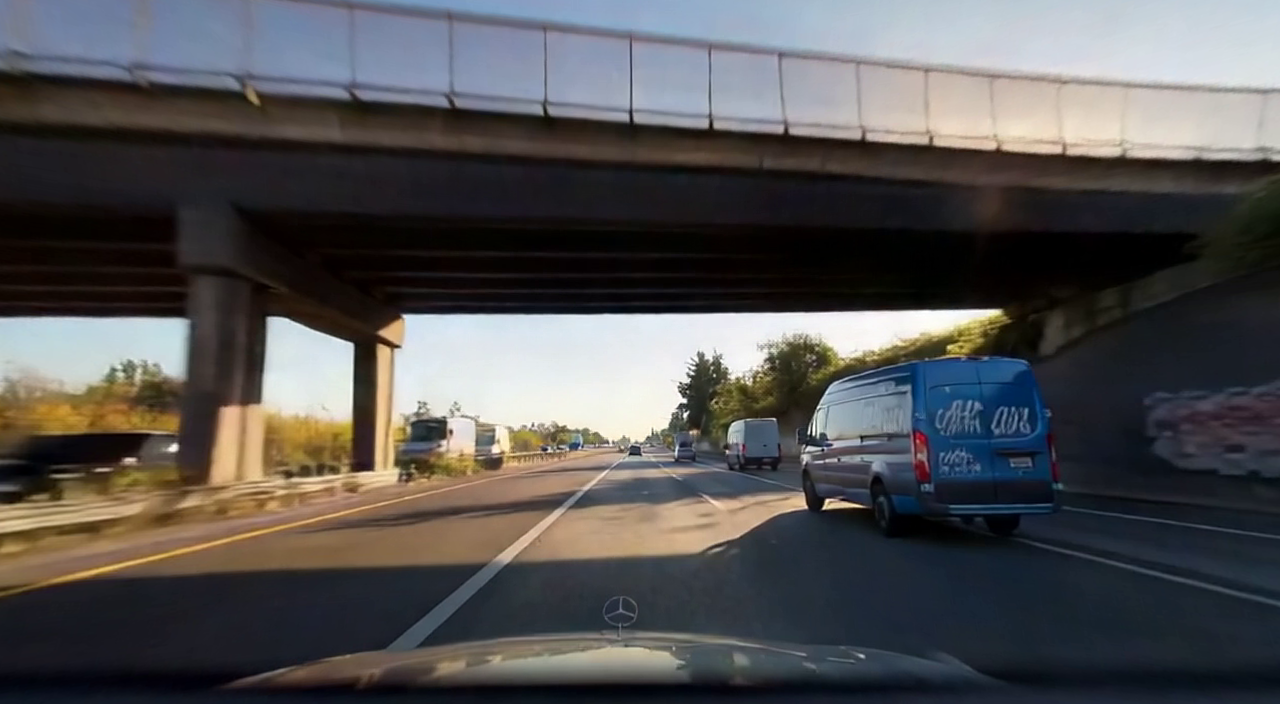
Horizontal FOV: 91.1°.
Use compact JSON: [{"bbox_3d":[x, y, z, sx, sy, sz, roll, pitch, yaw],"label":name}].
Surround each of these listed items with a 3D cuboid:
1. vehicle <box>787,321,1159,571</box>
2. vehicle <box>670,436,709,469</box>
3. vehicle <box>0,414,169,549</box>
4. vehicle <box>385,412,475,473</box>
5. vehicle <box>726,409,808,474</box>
[{"bbox_3d":[4.173,1.396,9.543,2.283,2.631,5.719,0,-9,-2],"label":"vehicle"},{"bbox_3d":[3.115,6.490,40.659,2.007,1.943,5.010,0,-9,-1],"label":"vehicle"},{"bbox_3d":[-8.663,1.662,8.164,1.827,1.612,4.182,0,-9,0],"label":"vehicle"},{"bbox_3d":[-12.043,5.366,36.890,2.571,3.122,8.065,-1,-9,-1],"label":"vehicle"},{"bbox_3d":[6.959,5.116,35.675,2.761,3.225,7.624,0,-9,-2],"label":"vehicle"}]
